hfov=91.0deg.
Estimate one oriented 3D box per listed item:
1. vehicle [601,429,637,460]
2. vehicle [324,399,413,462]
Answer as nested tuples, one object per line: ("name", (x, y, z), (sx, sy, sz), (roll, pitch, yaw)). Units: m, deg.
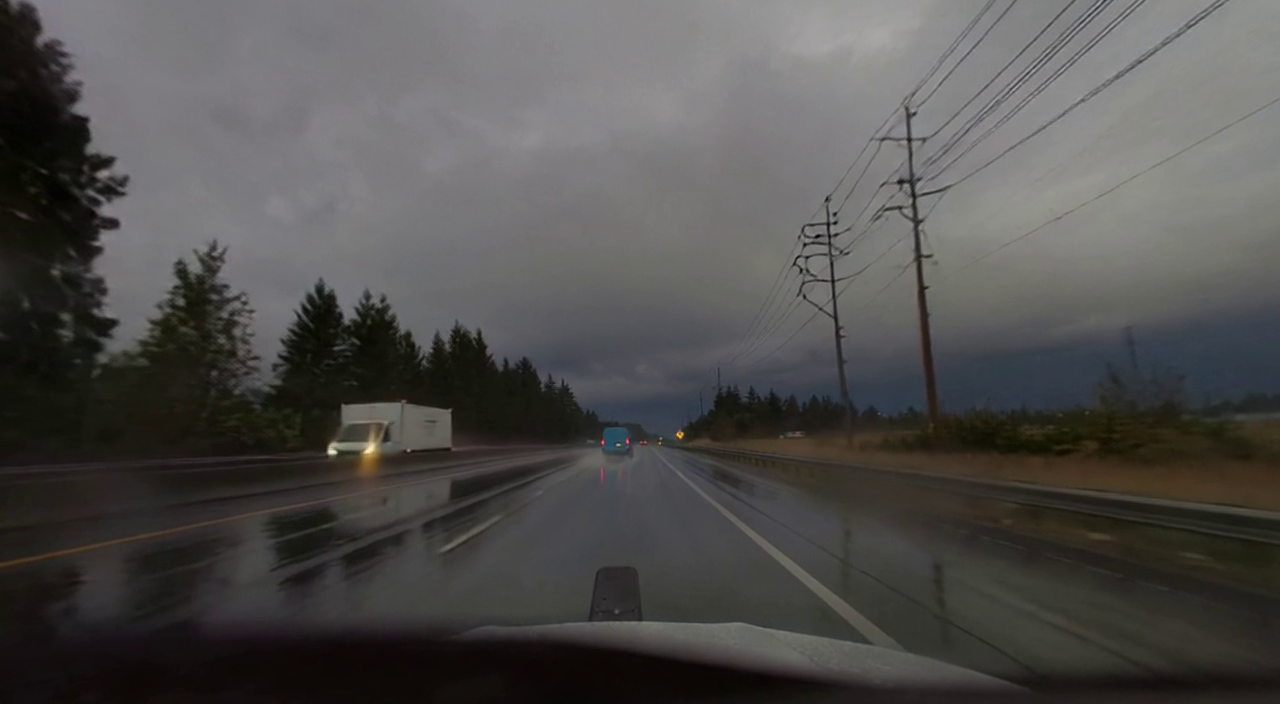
("vehicle", (-1.290, 5.929, 40.356), (2.041, 1.856, 4.353), (0, -8, 1))
("vehicle", (-17.233, 5.096, 40.502), (2.996, 3.754, 5.848), (0, -8, 0))
